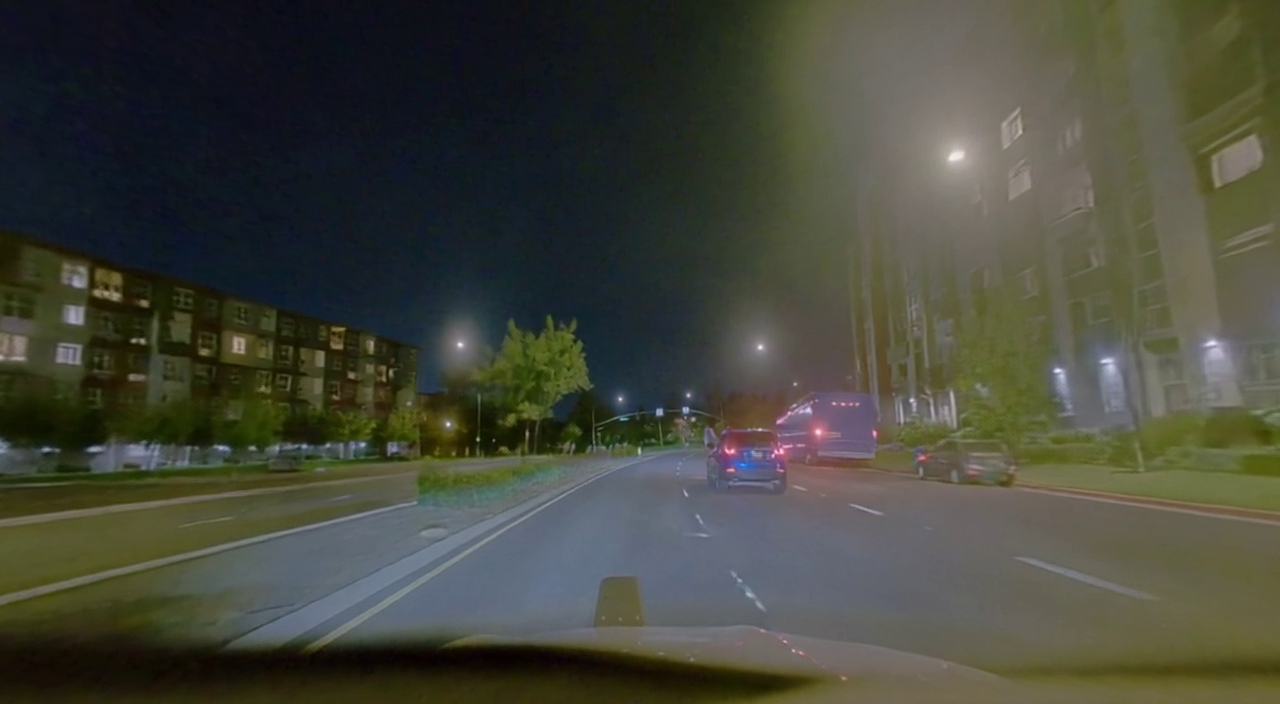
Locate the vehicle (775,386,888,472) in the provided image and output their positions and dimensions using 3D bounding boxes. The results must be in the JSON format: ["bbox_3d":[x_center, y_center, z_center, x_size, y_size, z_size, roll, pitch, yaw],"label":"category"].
[{"bbox_3d":[11.339,5.077,40.149,2.887,4.158,18.418,-1,-8,5],"label":"vehicle"}]

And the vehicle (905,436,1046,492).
[{"bbox_3d":[10.090,3.378,19.520,1.870,1.504,4.823,0,-8,3],"label":"vehicle"}]

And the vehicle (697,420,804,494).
[{"bbox_3d":[2.960,2.953,18.058,2.215,1.812,4.569,0,-9,0],"label":"vehicle"}]
